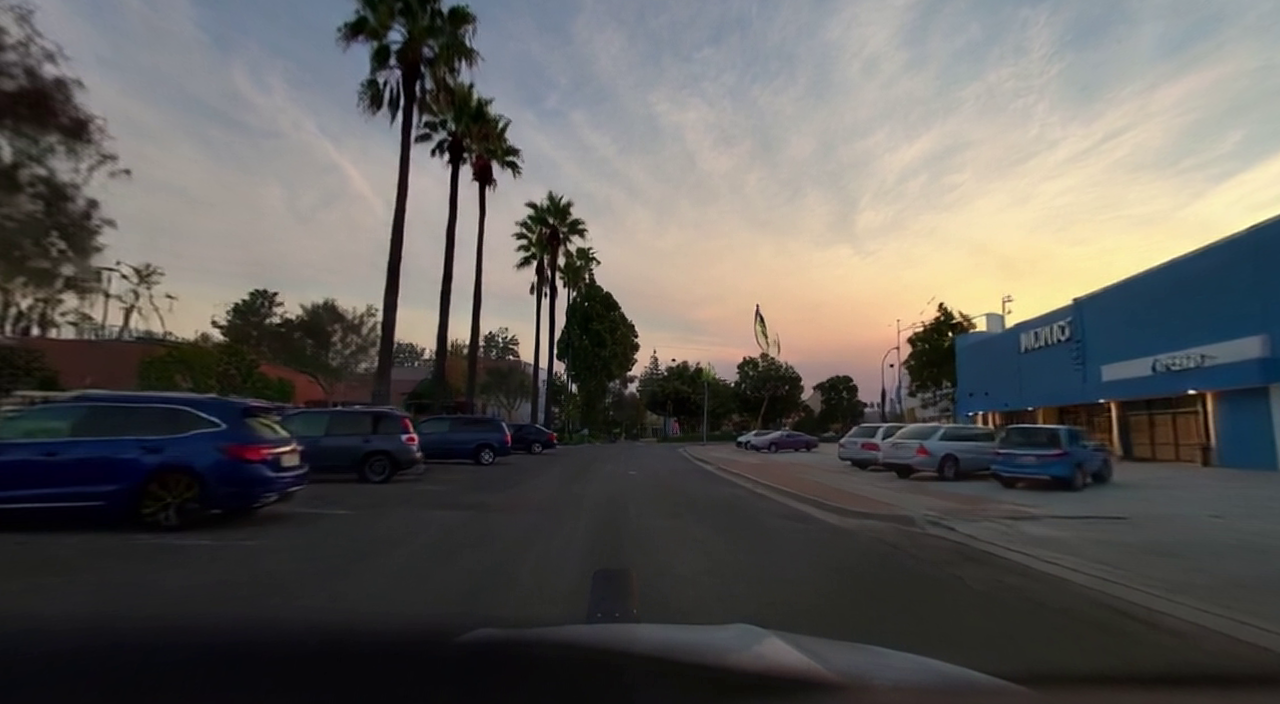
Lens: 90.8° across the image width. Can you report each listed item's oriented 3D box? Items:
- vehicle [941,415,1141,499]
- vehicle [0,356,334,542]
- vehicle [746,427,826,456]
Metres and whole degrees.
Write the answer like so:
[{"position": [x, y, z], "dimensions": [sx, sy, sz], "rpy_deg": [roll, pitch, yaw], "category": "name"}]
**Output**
[{"position": [9.757, 2.501, 15.353], "dimensions": [4.509, 1.759, 2.077], "rpy_deg": [5, -9, -29], "category": "vehicle"}, {"position": [-6.631, 1.120, 7.461], "dimensions": [5.210, 1.834, 2.281], "rpy_deg": [4, -9, -29], "category": "vehicle"}, {"position": [9.356, 5.778, 40.534], "dimensions": [4.758, 1.759, 2.068], "rpy_deg": [5, -10, -27], "category": "vehicle"}]
